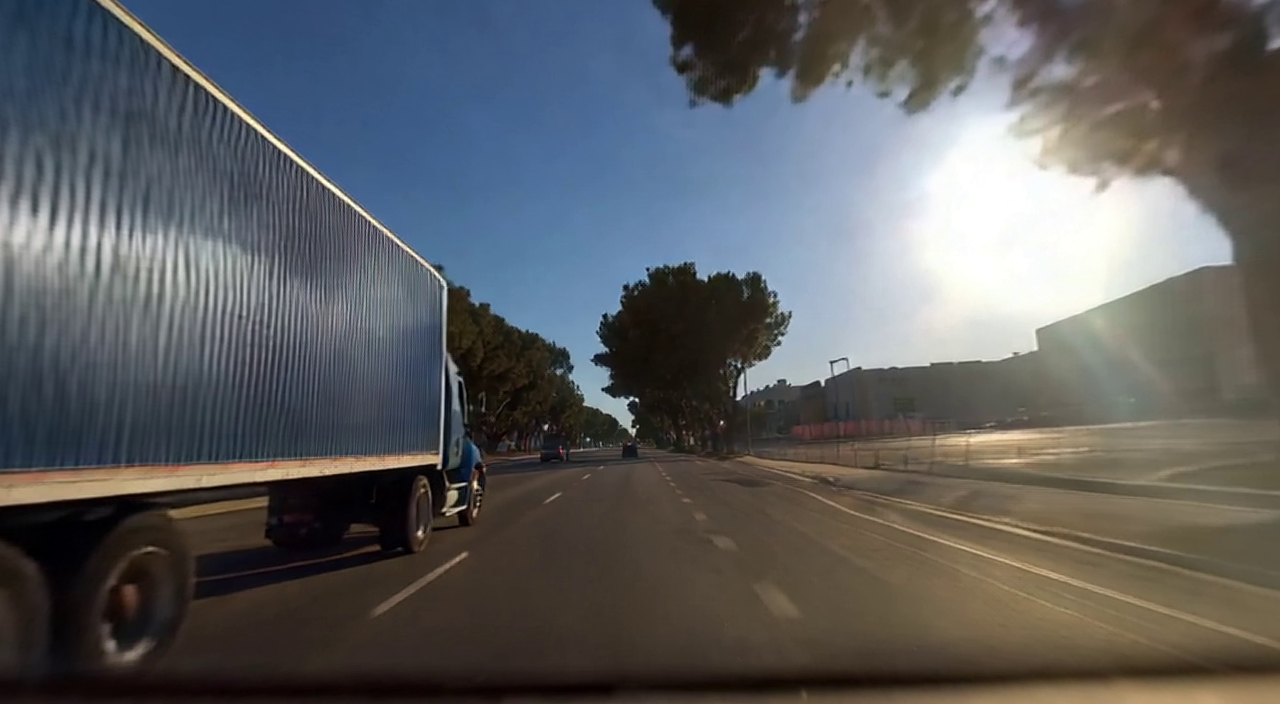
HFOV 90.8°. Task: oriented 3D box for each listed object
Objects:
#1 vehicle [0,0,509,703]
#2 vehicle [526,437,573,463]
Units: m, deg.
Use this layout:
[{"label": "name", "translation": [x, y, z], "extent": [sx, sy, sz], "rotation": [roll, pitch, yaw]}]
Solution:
[{"label": "vehicle", "translation": [-3.501, 0.318, 5.217], "extent": [2.910, 3.419, 8.376], "rotation": [0, -8, 1]}, {"label": "vehicle", "translation": [-6.999, 7.691, 49.818], "extent": [2.743, 1.832, 7.257], "rotation": [0, -8, 0]}]
